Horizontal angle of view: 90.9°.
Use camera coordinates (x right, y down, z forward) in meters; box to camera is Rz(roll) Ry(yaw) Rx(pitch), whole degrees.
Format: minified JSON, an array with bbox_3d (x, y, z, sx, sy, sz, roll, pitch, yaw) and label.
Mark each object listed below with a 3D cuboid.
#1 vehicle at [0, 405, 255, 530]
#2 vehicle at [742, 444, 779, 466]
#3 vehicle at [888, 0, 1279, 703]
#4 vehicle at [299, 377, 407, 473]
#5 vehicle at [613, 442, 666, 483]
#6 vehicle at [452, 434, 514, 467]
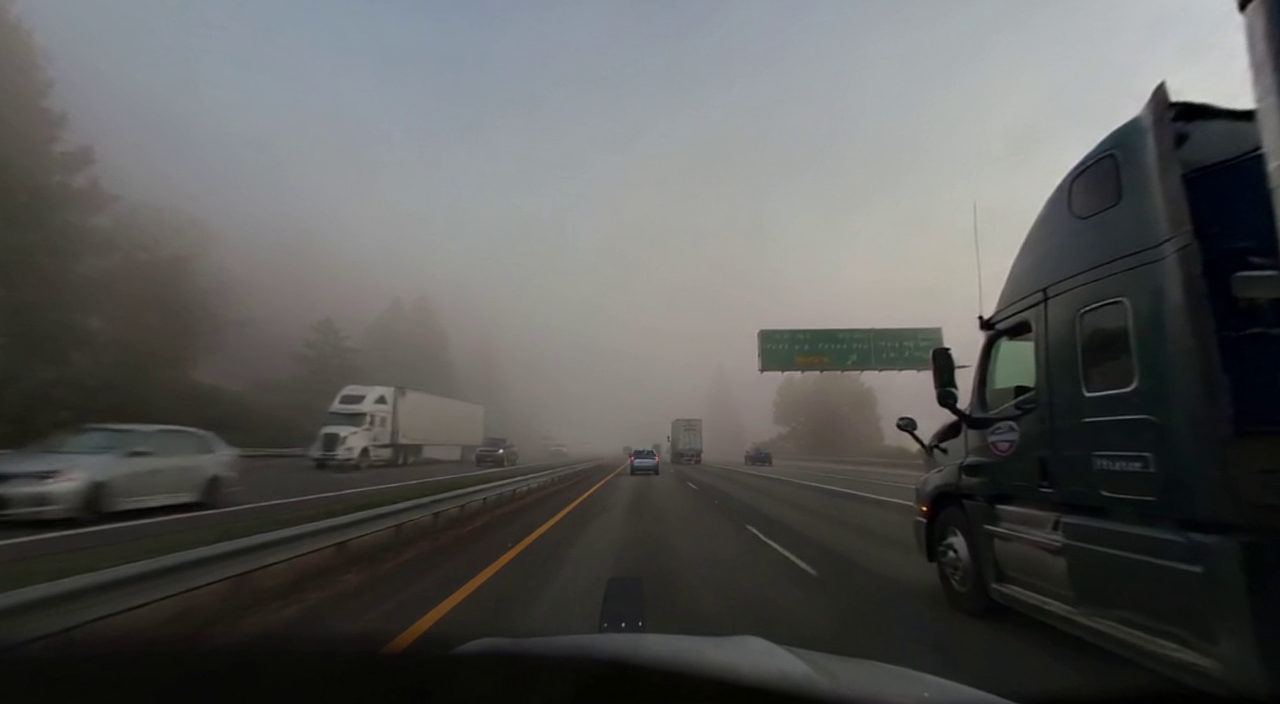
[{"bbox_3d":[-7.868,1.666,9.451,1.740,1.474,3.855,0,-9,-1],"label":"vehicle"},{"bbox_3d":[9.474,8.118,49.815,1.902,1.652,3.995,0,-9,-2],"label":"vehicle"},{"bbox_3d":[3.612,0.149,1.813,2.975,2.936,6.573,0,-9,-1],"label":"vehicle"},{"bbox_3d":[-12.179,3.178,27.087,3.045,3.890,2.977,0,-9,0],"label":"vehicle"},{"bbox_3d":[-0.029,4.695,26.970,2.111,1.599,3.859,0,-9,0],"label":"vehicle"},{"bbox_3d":[-7.982,5.063,32.386,2.003,1.558,4.213,0,-9,1],"label":"vehicle"}]
